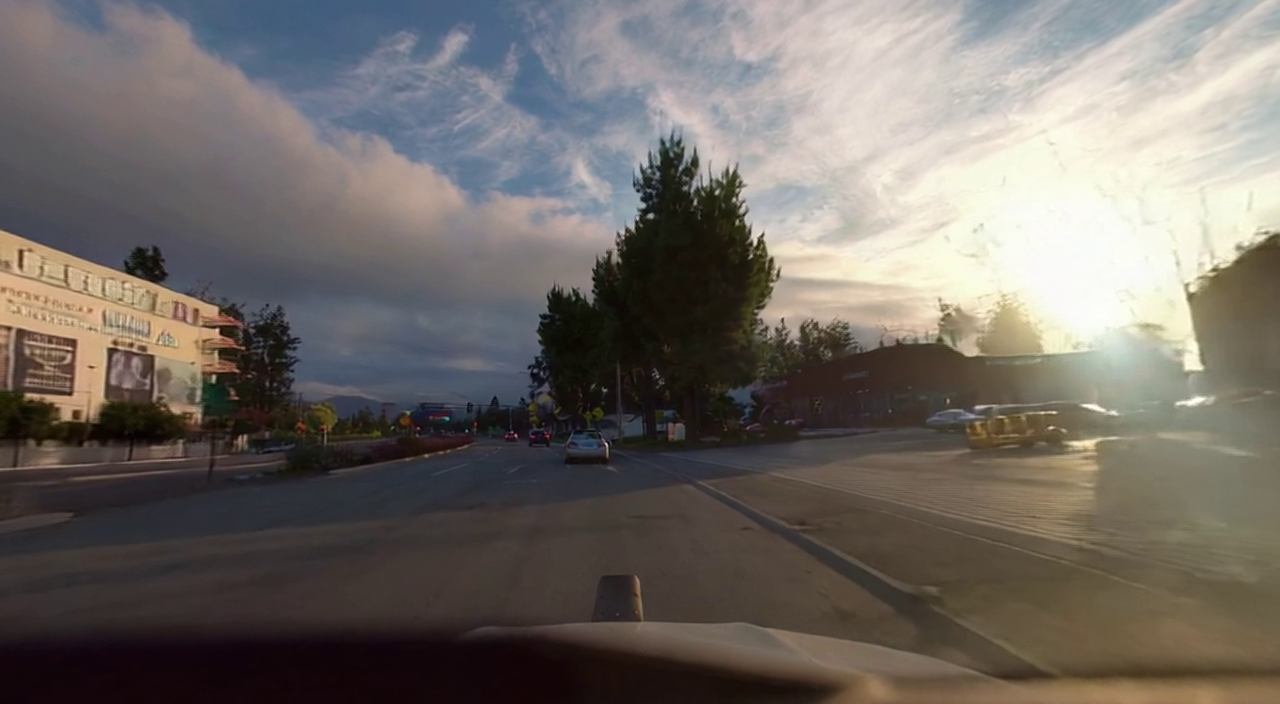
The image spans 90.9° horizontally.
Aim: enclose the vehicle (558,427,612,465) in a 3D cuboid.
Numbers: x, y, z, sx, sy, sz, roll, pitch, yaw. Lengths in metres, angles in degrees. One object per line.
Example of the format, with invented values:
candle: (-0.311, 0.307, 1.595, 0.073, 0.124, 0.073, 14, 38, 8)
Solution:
vehicle: (-2.588, 4.242, 28.661, 2.231, 1.572, 4.227, 1, -8, -8)
